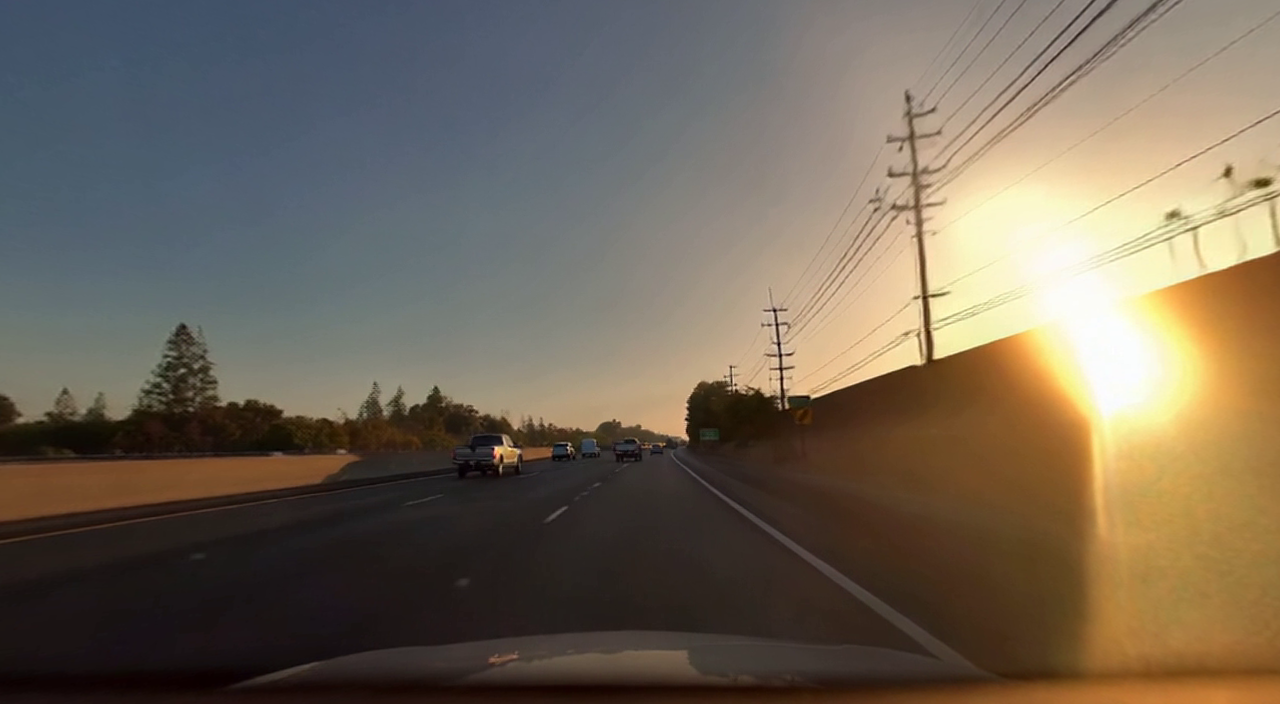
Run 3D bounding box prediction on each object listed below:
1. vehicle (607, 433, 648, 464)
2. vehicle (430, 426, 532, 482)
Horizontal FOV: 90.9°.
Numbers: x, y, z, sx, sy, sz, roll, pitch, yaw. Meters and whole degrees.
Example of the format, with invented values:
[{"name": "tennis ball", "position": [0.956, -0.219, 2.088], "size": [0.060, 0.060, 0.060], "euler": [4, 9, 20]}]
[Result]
[{"name": "vehicle", "position": [-0.801, 6.655, 43.575], "size": [2.448, 2.025, 5.193], "euler": [-1, -8, 3]}, {"name": "vehicle", "position": [-6.317, 4.167, 26.131], "size": [2.460, 1.992, 6.474], "euler": [0, -8, 1]}]
